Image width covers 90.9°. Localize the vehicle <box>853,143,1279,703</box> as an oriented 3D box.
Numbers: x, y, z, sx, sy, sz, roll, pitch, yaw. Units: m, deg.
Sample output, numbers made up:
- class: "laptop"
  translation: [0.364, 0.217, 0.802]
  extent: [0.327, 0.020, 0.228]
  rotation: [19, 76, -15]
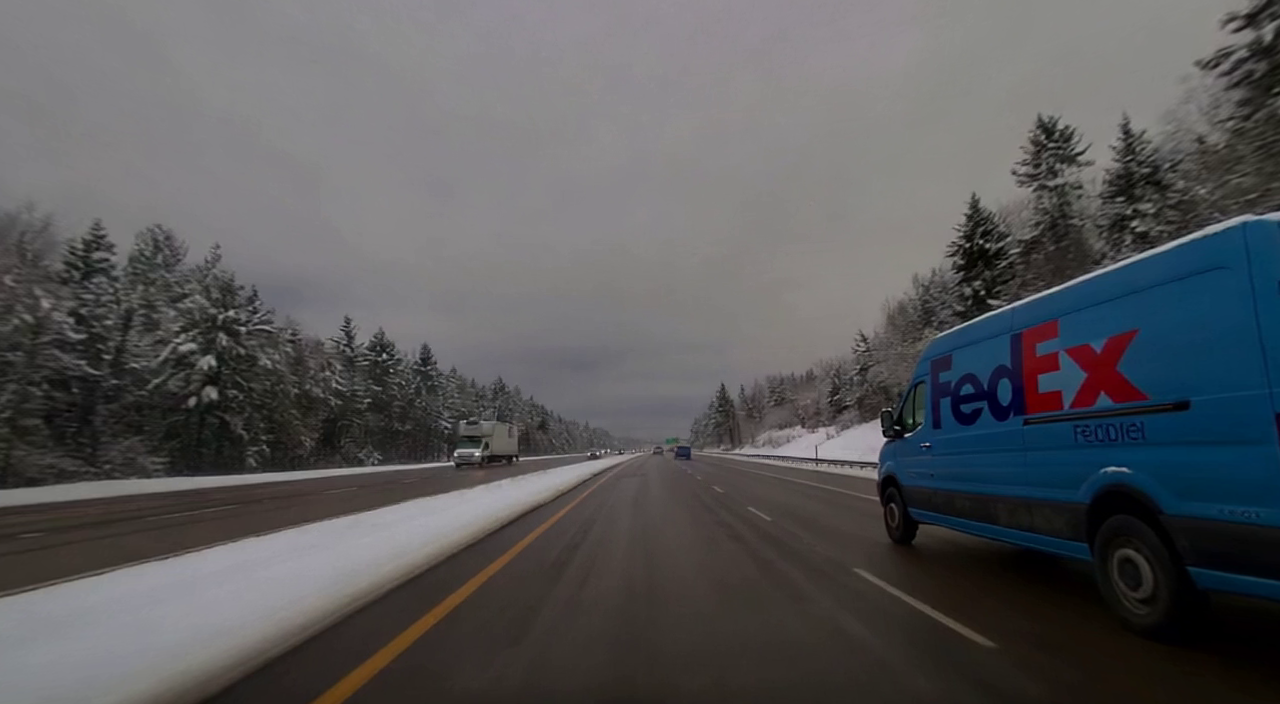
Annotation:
- class: "vehicle"
  translation: [3.885, 0.736, 4.532]
  extent: [2.522, 2.556, 6.180]
  rotation: [0, -9, 0]
